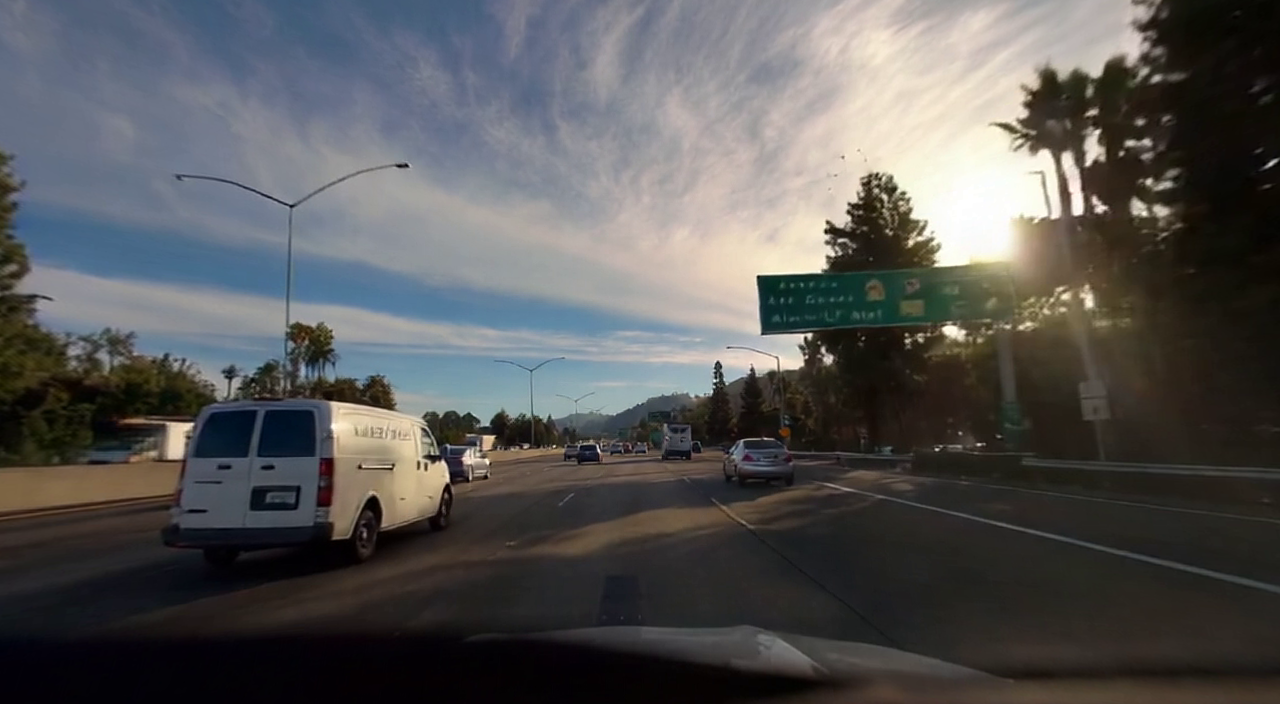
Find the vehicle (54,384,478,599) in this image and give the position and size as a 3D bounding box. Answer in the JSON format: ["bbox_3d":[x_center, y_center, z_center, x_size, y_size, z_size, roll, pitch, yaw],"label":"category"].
[{"bbox_3d":[-3.953,1.613,8.234,2.215,1.859,5.375,0,-9,0],"label":"vehicle"}]

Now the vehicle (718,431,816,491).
[{"bbox_3d":[3.876,3.434,20.117,2.124,1.674,4.494,0,-9,-1],"label":"vehicle"}]

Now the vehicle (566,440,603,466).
[{"bbox_3d":[-3.671,6.775,42.322,2.017,1.683,4.094,0,-9,1],"label":"vehicle"}]
